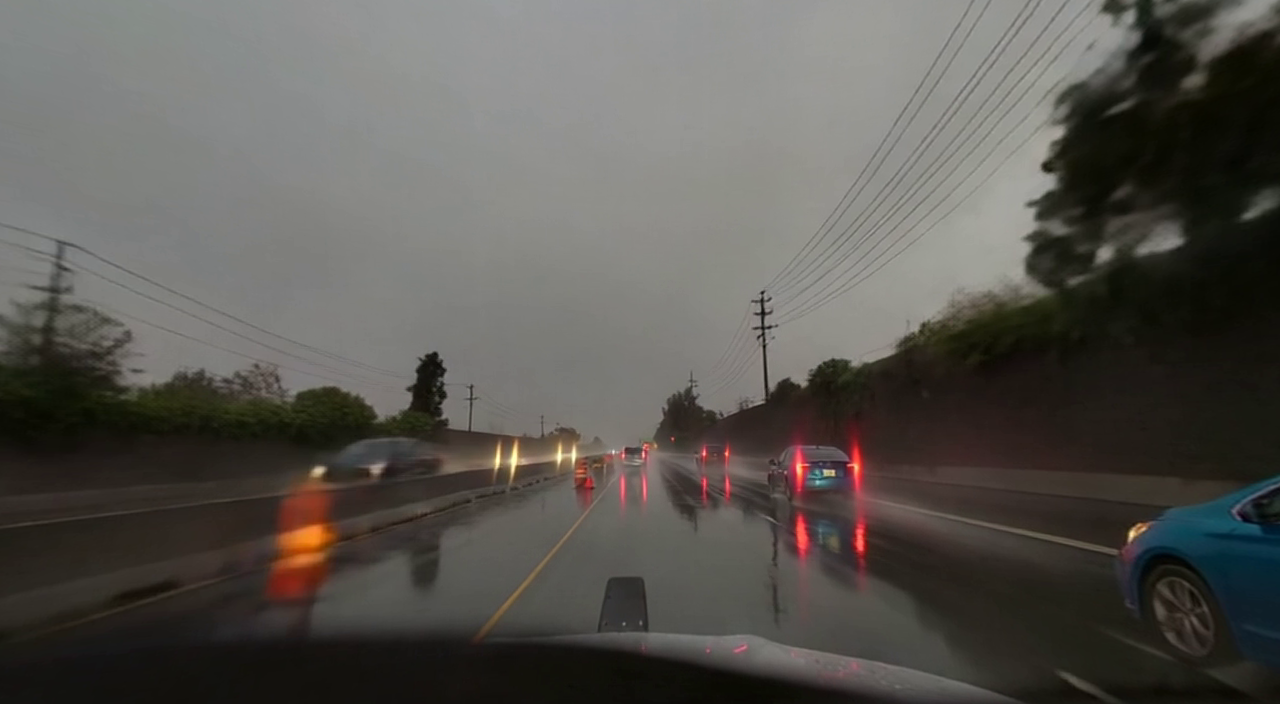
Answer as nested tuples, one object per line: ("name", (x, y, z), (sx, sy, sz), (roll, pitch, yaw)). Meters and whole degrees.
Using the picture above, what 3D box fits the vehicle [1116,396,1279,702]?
("vehicle", (4.310, 0.843, 2.045), (1.997, 1.568, 4.529), (0, -8, 0))

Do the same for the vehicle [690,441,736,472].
("vehicle", (5.001, 7.203, 43.859), (2.559, 1.943, 5.610), (0, -8, 1))

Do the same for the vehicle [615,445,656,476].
("vehicle", (-0.207, 5.911, 34.581), (2.096, 1.583, 4.150), (0, -8, 1))

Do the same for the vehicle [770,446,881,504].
("vehicle", (5.020, 3.366, 17.724), (1.881, 1.409, 4.016), (0, -8, 0))

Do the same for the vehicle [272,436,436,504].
("vehicle", (-8.000, 3.323, 18.350), (2.308, 1.694, 4.945), (0, -8, 2))
